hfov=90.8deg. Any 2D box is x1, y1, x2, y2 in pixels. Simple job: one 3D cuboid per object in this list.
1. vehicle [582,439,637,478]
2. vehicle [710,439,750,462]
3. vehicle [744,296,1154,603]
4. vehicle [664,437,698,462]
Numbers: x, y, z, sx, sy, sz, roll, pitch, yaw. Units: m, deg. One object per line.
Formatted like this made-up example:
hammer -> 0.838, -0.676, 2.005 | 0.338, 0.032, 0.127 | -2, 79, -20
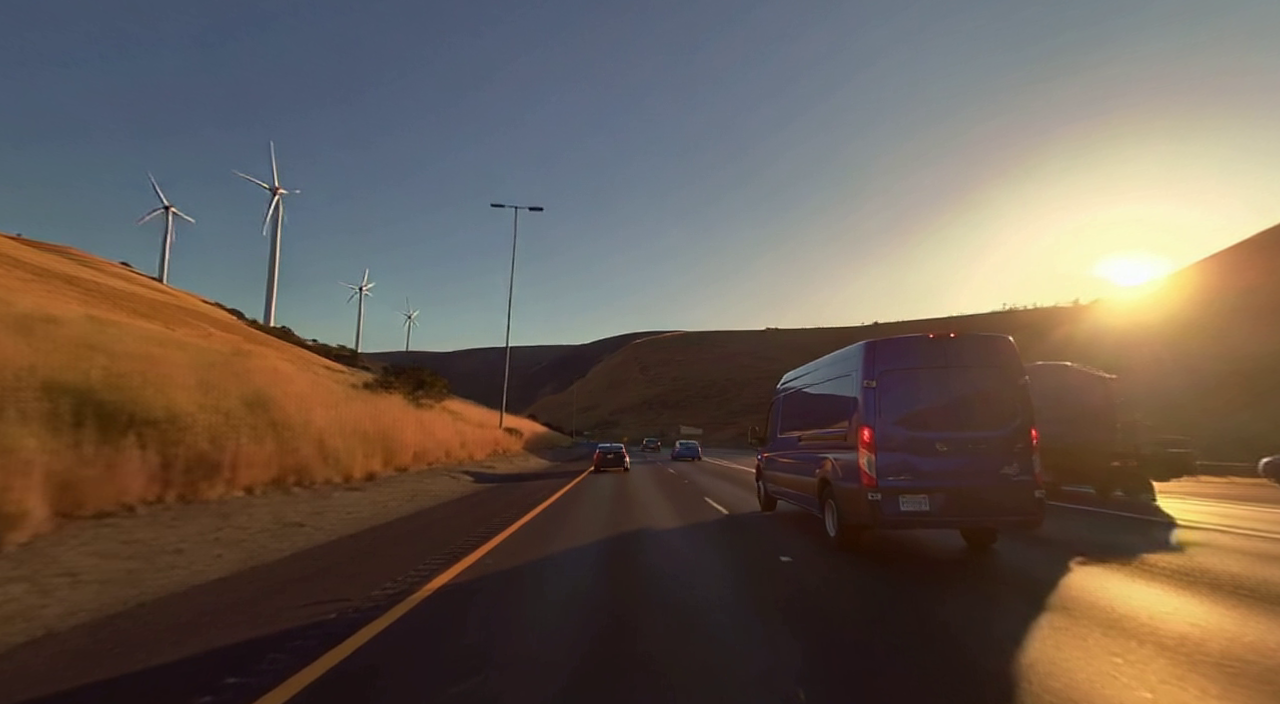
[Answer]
vehicle -> -1.160, 4.332, 25.925 | 2.082, 1.445, 3.826 | 0, -8, -1
vehicle -> 6.343, 6.977, 44.962 | 1.958, 1.514, 4.930 | 0, -8, -1
vehicle -> 3.098, 1.216, 8.340 | 2.365, 2.630, 5.754 | 0, -8, -1
vehicle -> 2.931, 7.007, 45.623 | 2.108, 1.717, 3.996 | 0, -8, -1
